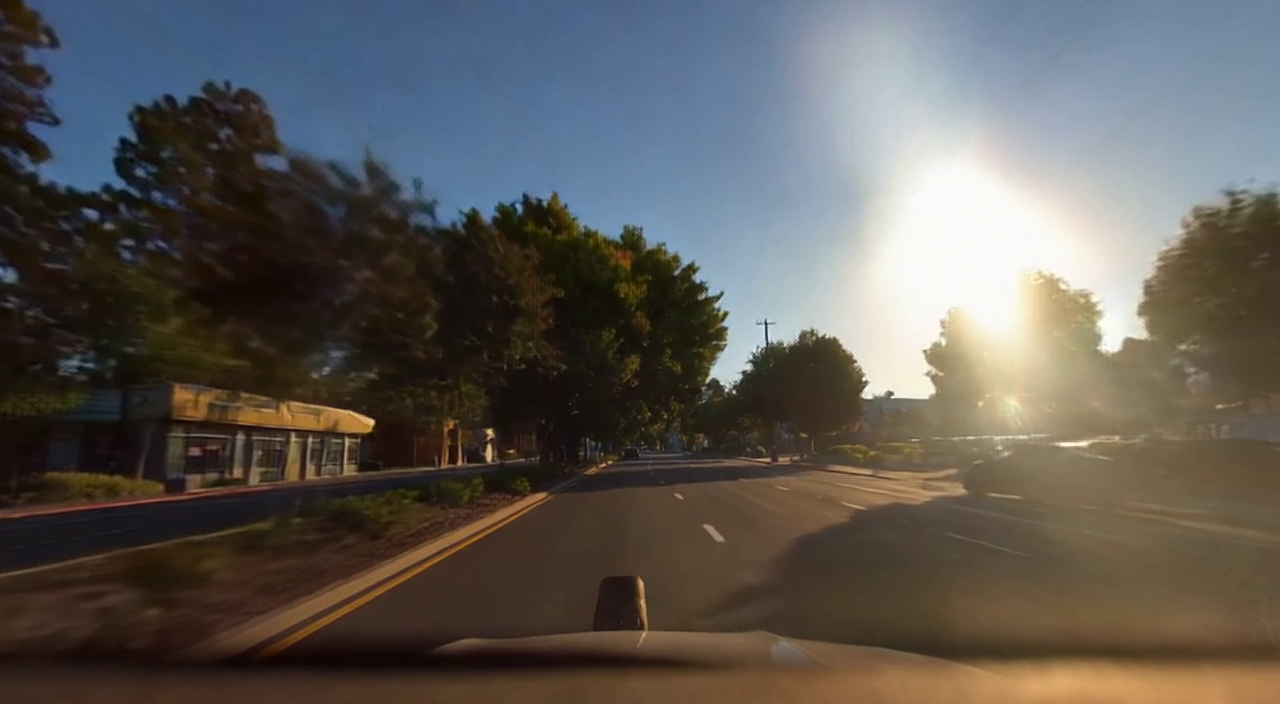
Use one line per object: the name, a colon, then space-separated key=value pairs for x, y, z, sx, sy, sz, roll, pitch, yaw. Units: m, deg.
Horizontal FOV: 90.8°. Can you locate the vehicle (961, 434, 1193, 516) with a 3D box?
vehicle: x=9.613 y=2.735 z=14.494 sx=1.981 sy=1.557 sz=4.456 roll=0 pitch=-9 yaw=-2
